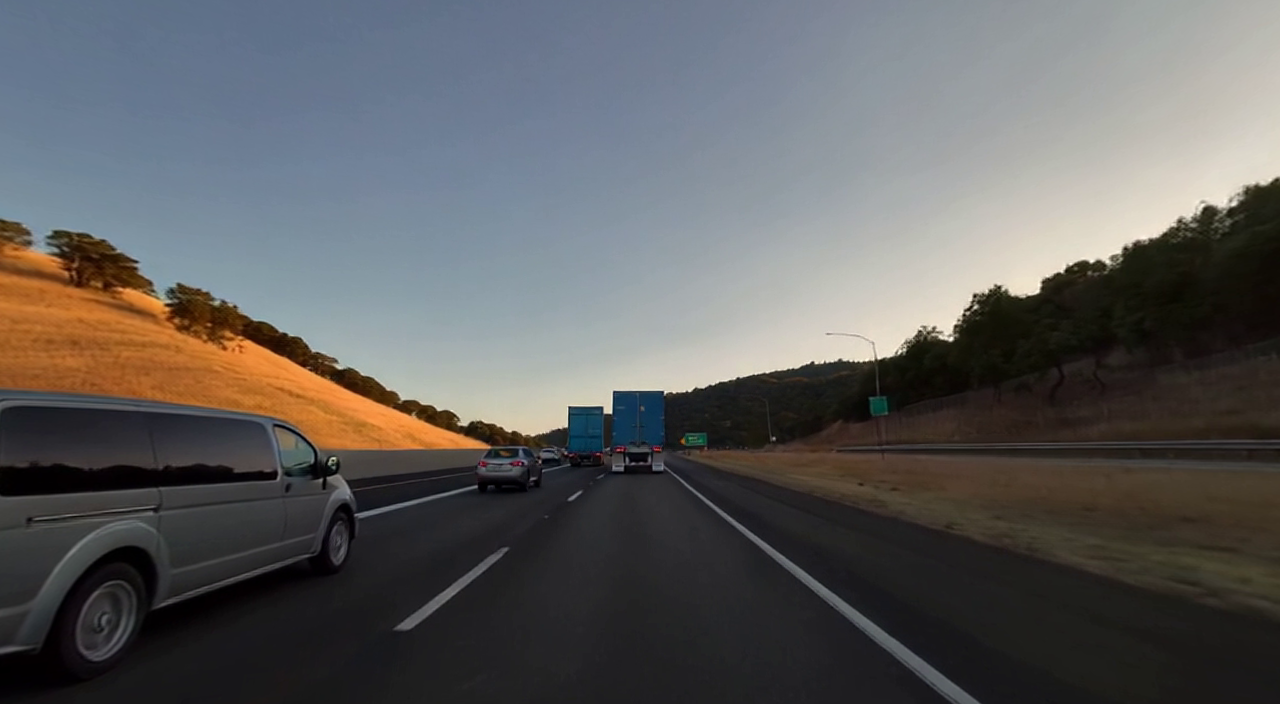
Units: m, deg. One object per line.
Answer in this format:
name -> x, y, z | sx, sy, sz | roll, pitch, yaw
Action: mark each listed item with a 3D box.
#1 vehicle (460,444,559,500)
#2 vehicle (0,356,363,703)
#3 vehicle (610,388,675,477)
vehicle -> -3.683, 3.446, 18.608 | 1.950, 1.446, 4.224 | 0, -8, 1
vehicle -> -4.153, 1.129, 4.446 | 2.136, 1.779, 4.875 | 0, -8, 0
vehicle -> 0.250, 4.460, 34.208 | 2.913, 3.988, 10.874 | 0, -8, 2
